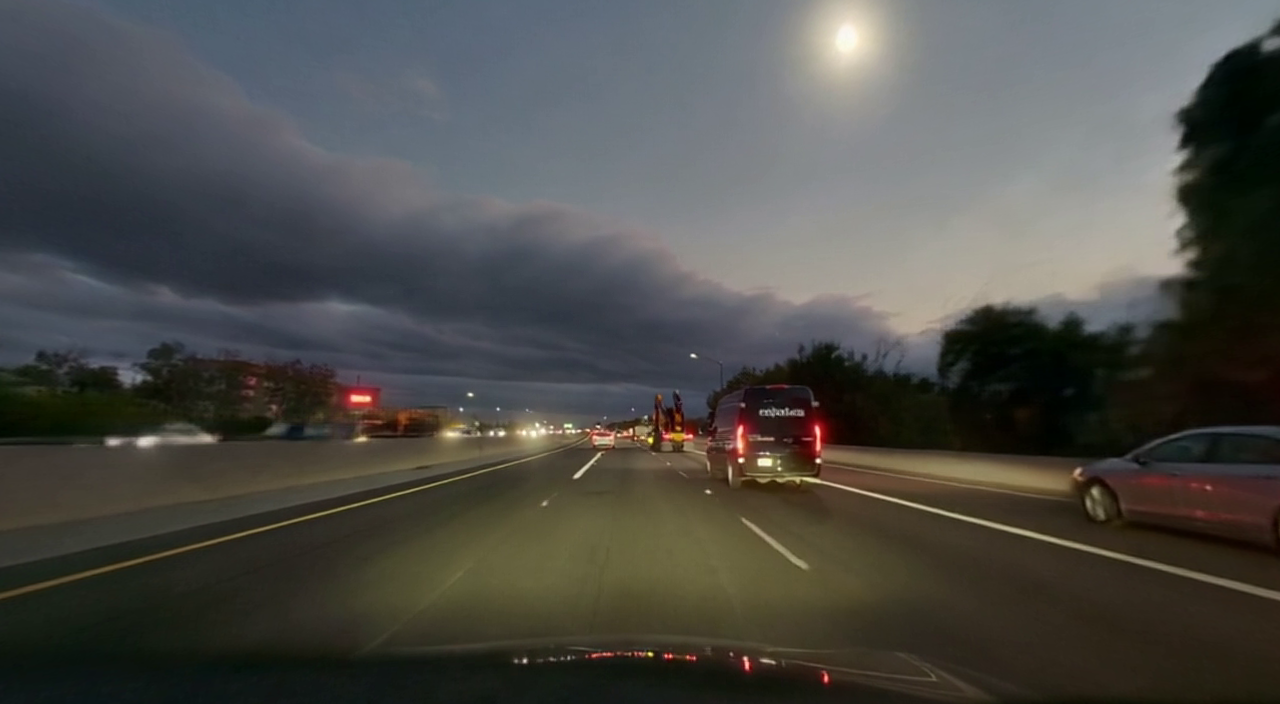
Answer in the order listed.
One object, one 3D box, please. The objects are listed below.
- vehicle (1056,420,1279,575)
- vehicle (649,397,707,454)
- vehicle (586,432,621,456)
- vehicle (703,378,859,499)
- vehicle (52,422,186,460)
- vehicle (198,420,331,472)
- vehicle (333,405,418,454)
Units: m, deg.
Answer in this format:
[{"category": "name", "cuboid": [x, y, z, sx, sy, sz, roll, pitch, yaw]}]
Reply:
[{"category": "vehicle", "cuboid": [7.153, 1.516, 6.913, 1.925, 1.490, 4.631, 0, -8, -1]}, {"category": "vehicle", "cuboid": [2.598, 5.524, 46.726, 2.912, 3.738, 10.123, 0, -8, -5]}, {"category": "vehicle", "cuboid": [-2.405, 6.103, 42.143, 2.217, 1.502, 4.222, 0, -8, -2]}, {"category": "vehicle", "cuboid": [3.231, 2.185, 16.122, 2.386, 2.509, 5.880, 0, -8, -2]}, {"category": "vehicle", "cuboid": [-21.634, 3.721, 26.435, 1.804, 1.442, 4.543, 0, -8, -1]}, {"category": "vehicle", "cuboid": [-11.672, 2.947, 19.933, 1.781, 1.459, 4.003, 0, -8, -1]}, {"category": "vehicle", "cuboid": [-15.305, 4.572, 36.919, 2.541, 2.610, 5.735, 0, -8, -1]}]
